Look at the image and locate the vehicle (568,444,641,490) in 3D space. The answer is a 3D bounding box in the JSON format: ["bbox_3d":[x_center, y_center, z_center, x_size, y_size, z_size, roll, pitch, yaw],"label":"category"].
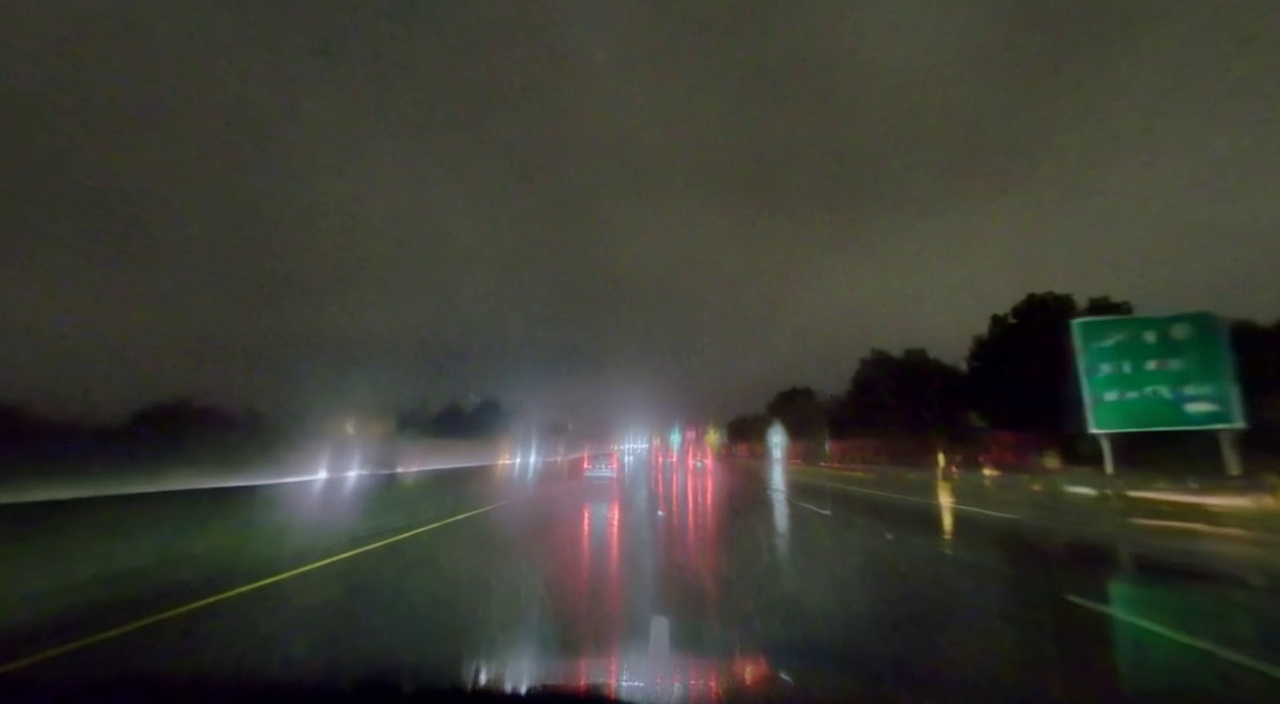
[{"bbox_3d":[-1.252,4.362,24.148,2.084,1.594,4.219,-1,-9,7],"label":"vehicle"}]

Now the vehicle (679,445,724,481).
[{"bbox_3d":[2.920,5.216,29.742,1.969,1.595,3.964,-1,-9,5],"label":"vehicle"}]

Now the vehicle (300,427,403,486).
[{"bbox_3d":[-14.442,5.275,31.938,2.421,2.691,6.009,0,-9,-1],"label":"vehicle"}]
